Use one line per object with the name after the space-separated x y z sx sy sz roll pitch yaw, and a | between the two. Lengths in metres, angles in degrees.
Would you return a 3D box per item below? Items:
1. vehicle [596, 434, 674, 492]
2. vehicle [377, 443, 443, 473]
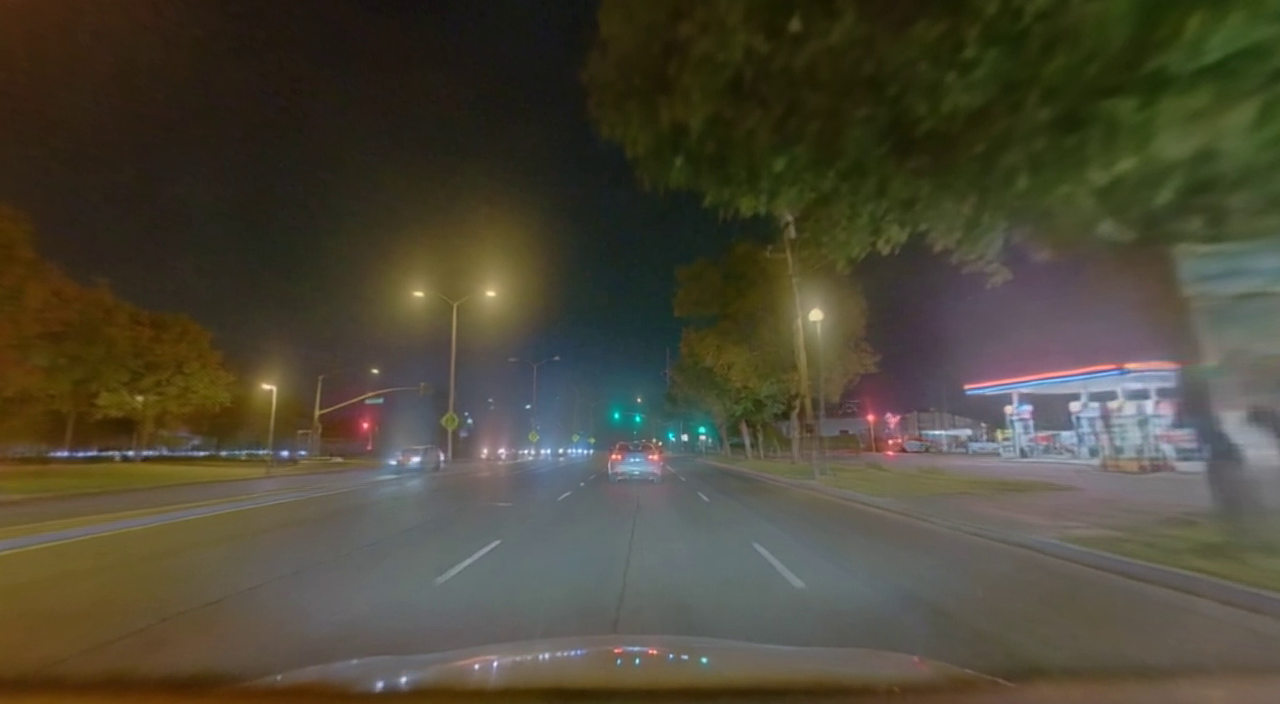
-0.134 3.253 18.784 2.062 1.519 4.214 0 -8 0 | vehicle
-12.207 5.635 33.727 1.868 1.516 4.321 0 -8 1 | vehicle
